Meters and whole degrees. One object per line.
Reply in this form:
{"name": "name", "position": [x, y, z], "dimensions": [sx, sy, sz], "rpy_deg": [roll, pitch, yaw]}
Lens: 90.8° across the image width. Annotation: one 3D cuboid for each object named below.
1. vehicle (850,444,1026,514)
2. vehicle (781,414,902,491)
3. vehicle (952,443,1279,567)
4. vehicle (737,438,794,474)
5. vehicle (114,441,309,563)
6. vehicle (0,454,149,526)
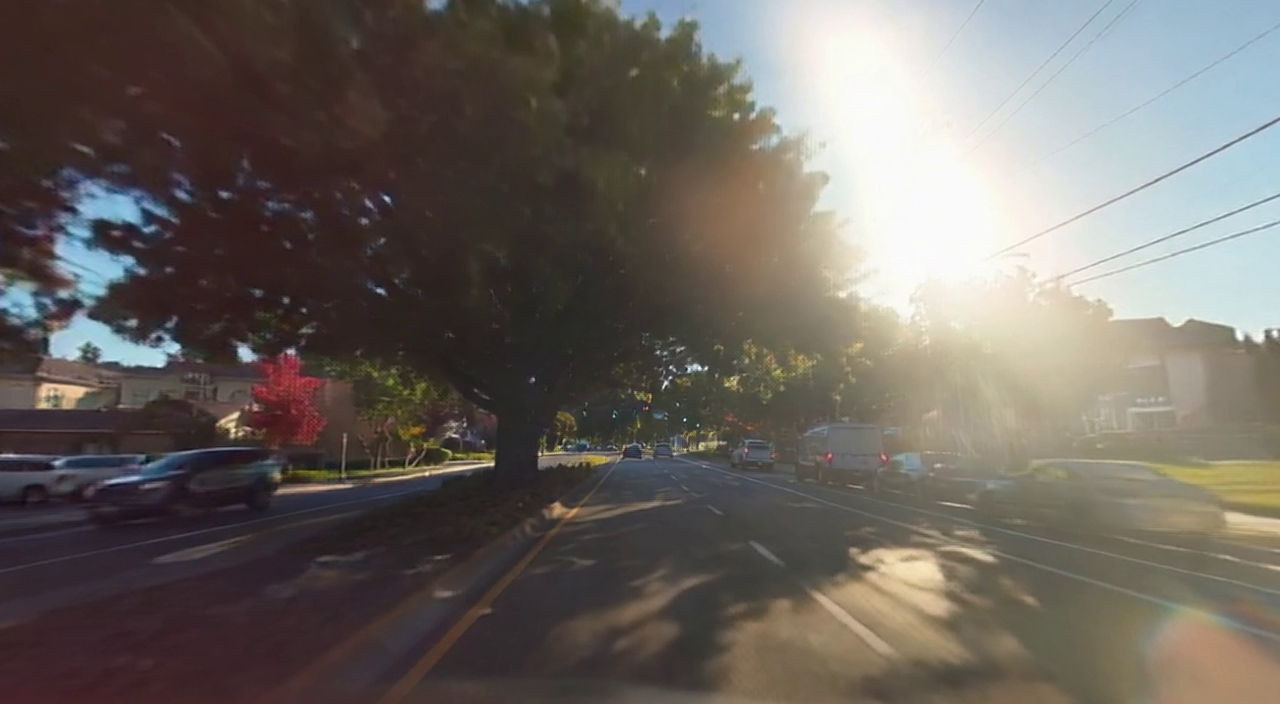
{"name": "vehicle", "position": [7.220, 3.084, 16.084], "dimensions": [1.884, 1.458, 5.146], "rpy_deg": [0, -8, -1]}
{"name": "vehicle", "position": [7.099, 3.653, 23.184], "dimensions": [2.323, 2.433, 5.901], "rpy_deg": [0, -8, -2]}
{"name": "vehicle", "position": [7.192, 2.194, 10.073], "dimensions": [1.862, 1.464, 4.892], "rpy_deg": [0, -8, -1]}
{"name": "vehicle", "position": [6.995, 5.863, 35.830], "dimensions": [2.088, 1.848, 4.936], "rpy_deg": [0, -9, -2]}
{"name": "vehicle", "position": [-7.345, 2.327, 10.799], "dimensions": [2.165, 1.567, 4.700], "rpy_deg": [6, -10, -36]}
{"name": "vehicle", "position": [-14.458, 3.128, 14.699], "dimensions": [4.635, 1.457, 2.060], "rpy_deg": [-2, -9, 10]}
